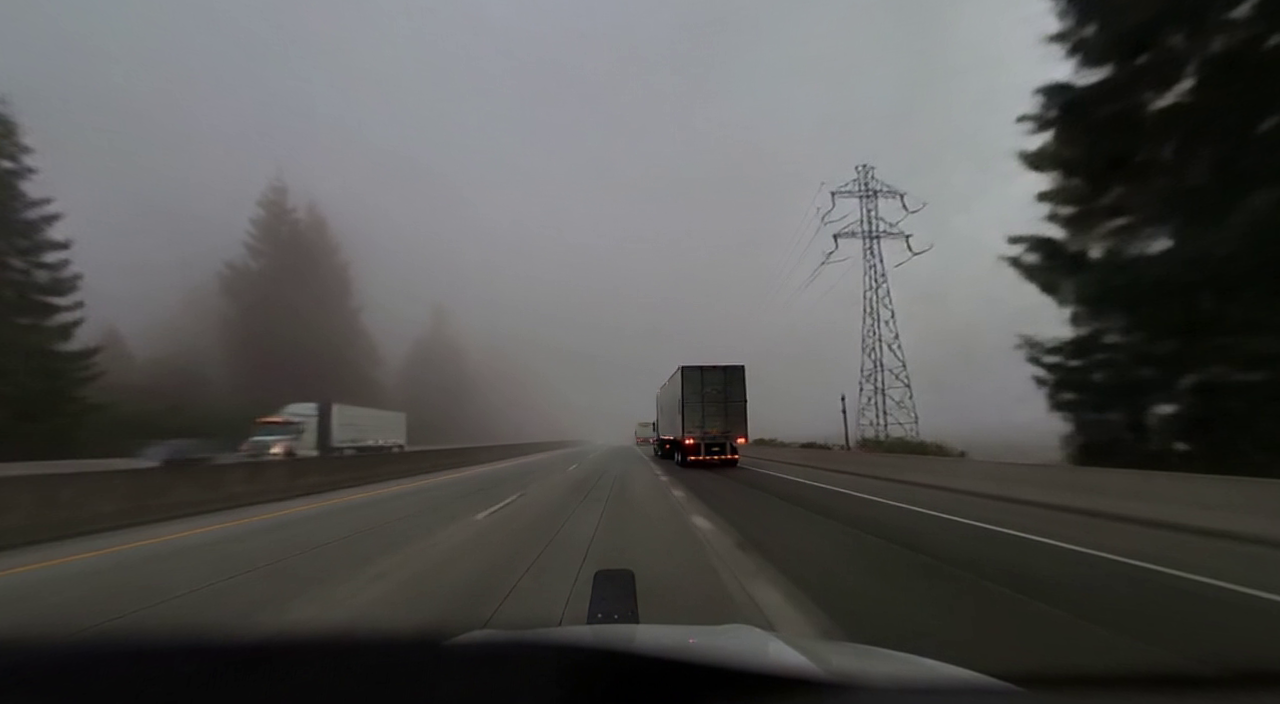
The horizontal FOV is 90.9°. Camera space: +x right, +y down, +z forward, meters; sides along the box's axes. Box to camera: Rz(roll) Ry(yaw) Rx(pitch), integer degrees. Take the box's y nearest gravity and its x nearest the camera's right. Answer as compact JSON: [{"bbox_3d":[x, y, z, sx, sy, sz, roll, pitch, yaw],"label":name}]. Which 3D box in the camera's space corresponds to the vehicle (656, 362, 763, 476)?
[{"bbox_3d":[2.680,3.344,29.780,2.905,4.080,14.157,0,-8,-2],"label":"vehicle"}]

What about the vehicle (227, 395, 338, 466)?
[{"bbox_3d":[-20.727,4.664,37.058,2.819,3.648,6.453,-3,-8,-1],"label":"vehicle"}]
